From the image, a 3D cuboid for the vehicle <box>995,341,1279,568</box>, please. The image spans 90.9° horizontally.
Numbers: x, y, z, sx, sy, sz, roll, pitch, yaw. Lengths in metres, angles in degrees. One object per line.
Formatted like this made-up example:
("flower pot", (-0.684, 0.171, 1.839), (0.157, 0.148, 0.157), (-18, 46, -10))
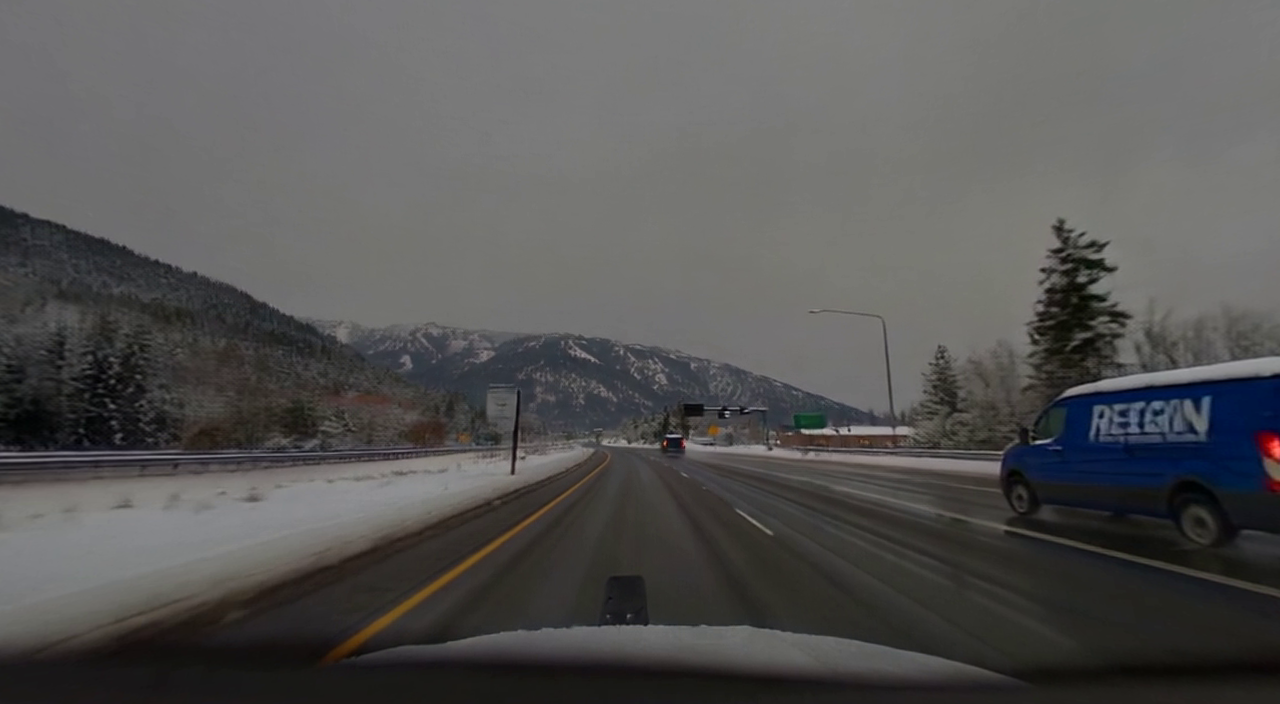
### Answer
("vehicle", (6.988, 1.192, 7.496), (2.275, 2.059, 5.543), (0, -8, 0))
